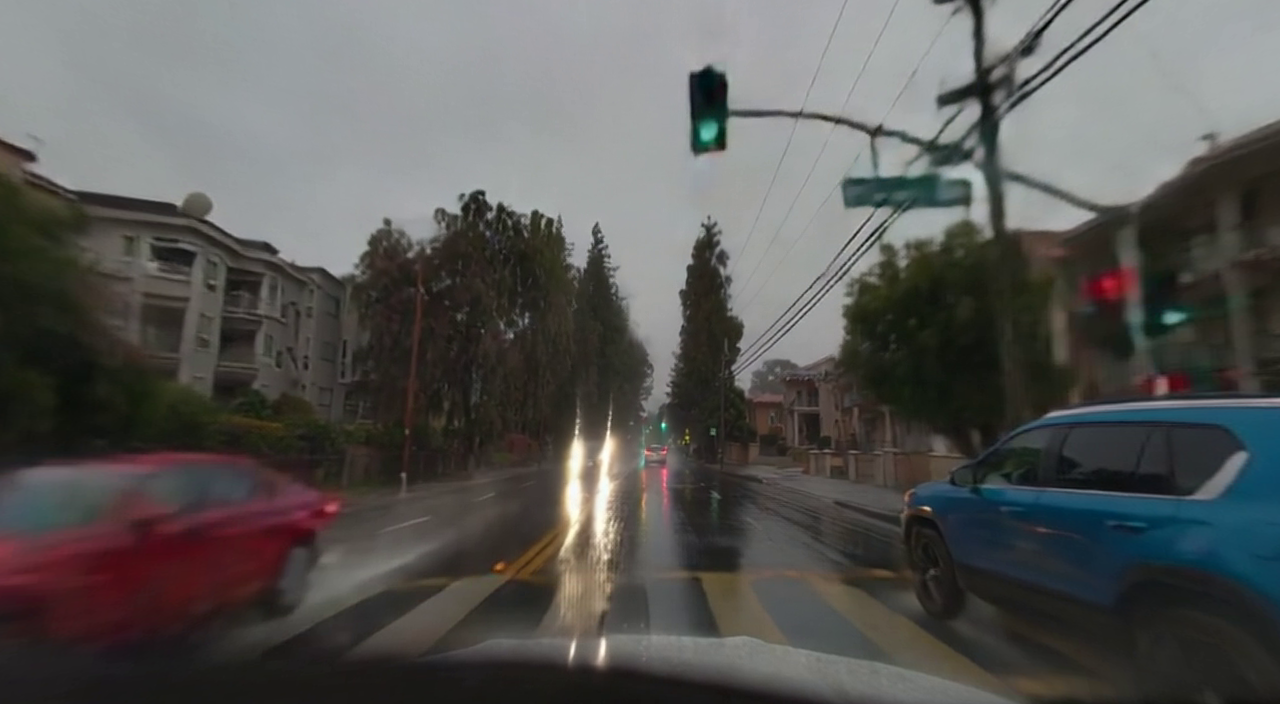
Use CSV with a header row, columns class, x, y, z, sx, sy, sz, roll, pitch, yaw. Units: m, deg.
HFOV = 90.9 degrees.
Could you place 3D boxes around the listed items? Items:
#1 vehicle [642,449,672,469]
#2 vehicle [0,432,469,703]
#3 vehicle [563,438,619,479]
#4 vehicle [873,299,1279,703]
class,x,y,z,sx,sy,sz,roll,pitch,yaw
vehicle,1.238,8.032,47.473,2.097,1.463,4.043,0,-9,0
vehicle,-3.091,1.495,5.386,2.170,1.513,4.270,0,-9,-2
vehicle,-2.586,5.836,34.894,2.469,2.023,5.896,0,-9,1
vehicle,3.335,0.984,3.726,2.130,1.863,4.844,0,-9,1
